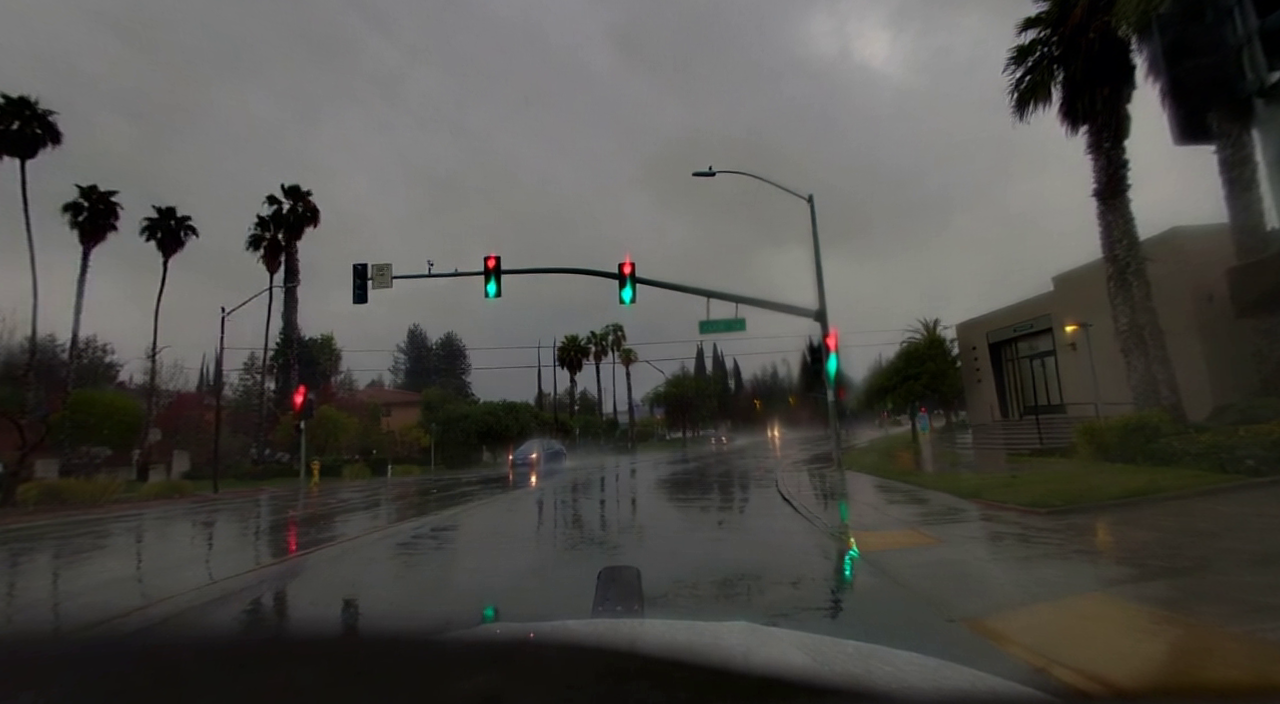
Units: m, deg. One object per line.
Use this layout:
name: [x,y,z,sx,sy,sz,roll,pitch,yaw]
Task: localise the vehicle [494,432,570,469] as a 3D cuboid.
vehicle: [-5.631,5.228,33.651,2.181,1.792,4.648,-3,-9,16]
